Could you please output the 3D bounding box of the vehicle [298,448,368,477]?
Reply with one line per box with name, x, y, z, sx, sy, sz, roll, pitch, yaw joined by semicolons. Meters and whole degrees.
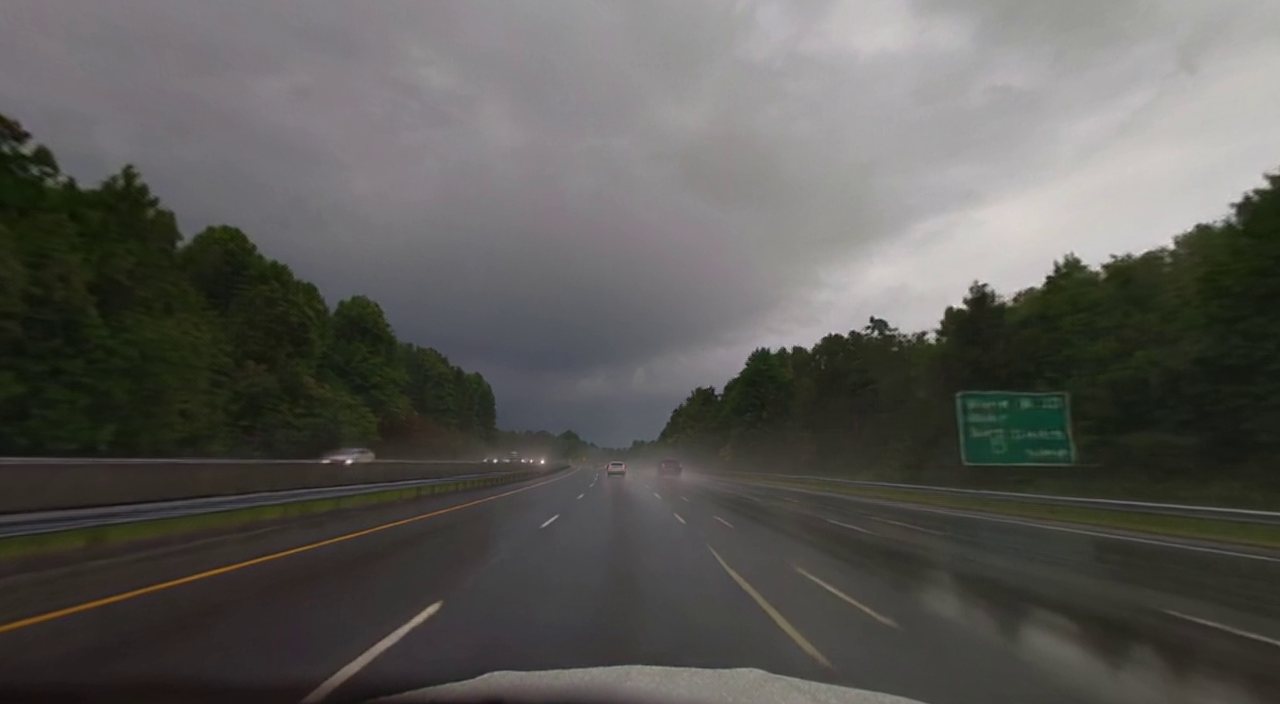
vehicle;-17.853;6.474;36.896;2.005;1.547;4.120;1;-10;-1
